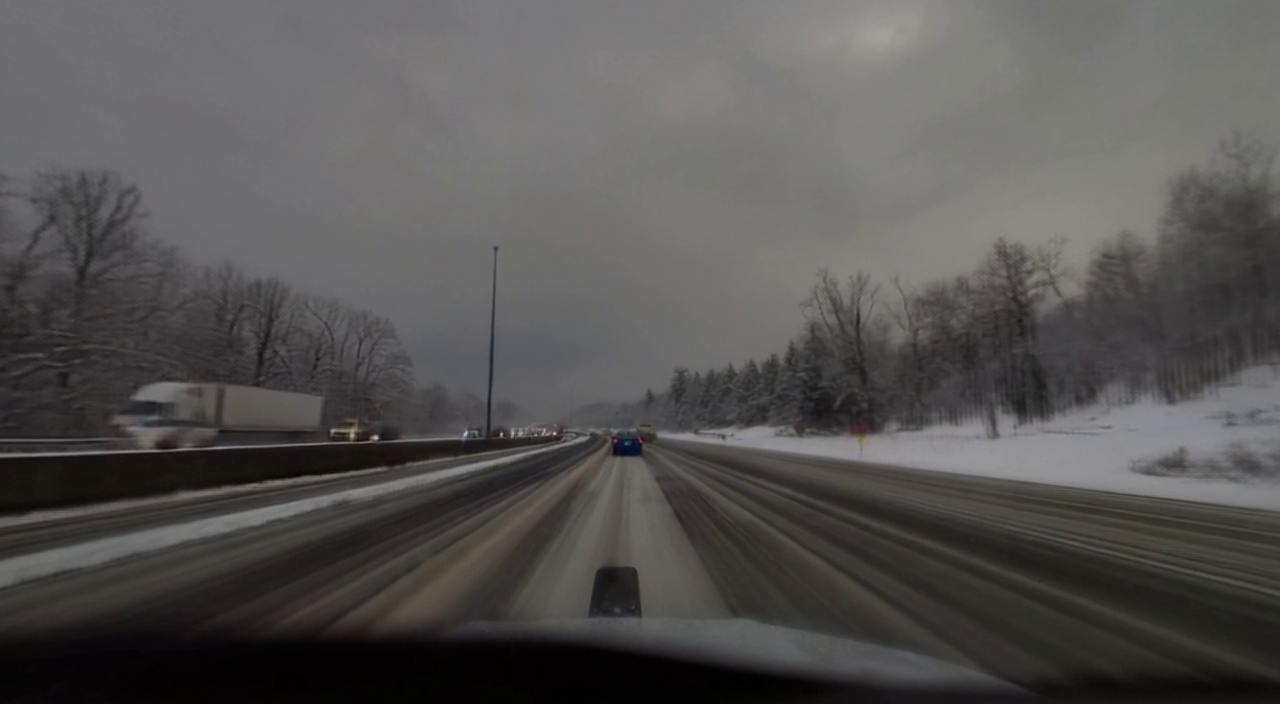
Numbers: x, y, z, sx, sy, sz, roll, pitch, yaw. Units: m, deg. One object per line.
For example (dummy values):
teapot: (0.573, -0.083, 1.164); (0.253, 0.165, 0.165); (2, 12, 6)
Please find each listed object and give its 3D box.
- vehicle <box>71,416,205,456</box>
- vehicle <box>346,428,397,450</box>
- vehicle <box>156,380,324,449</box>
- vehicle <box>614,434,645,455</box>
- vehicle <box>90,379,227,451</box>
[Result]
vehicle: (-22.173, 3.753, 28.068); (2.012, 1.606, 4.868); (0, -8, -1)
vehicle: (-18.777, 6.105, 44.183); (1.804, 1.465, 4.031); (0, -8, -1)
vehicle: (-26.889, 4.603, 43.782); (2.895, 3.999, 13.938); (0, -8, -1)
vehicle: (-0.794, 6.676, 45.479); (2.121, 1.445, 4.187); (0, -8, -2)
vehicle: (-26.558, 3.616, 35.110); (2.874, 3.657, 5.964); (0, -7, -1)
